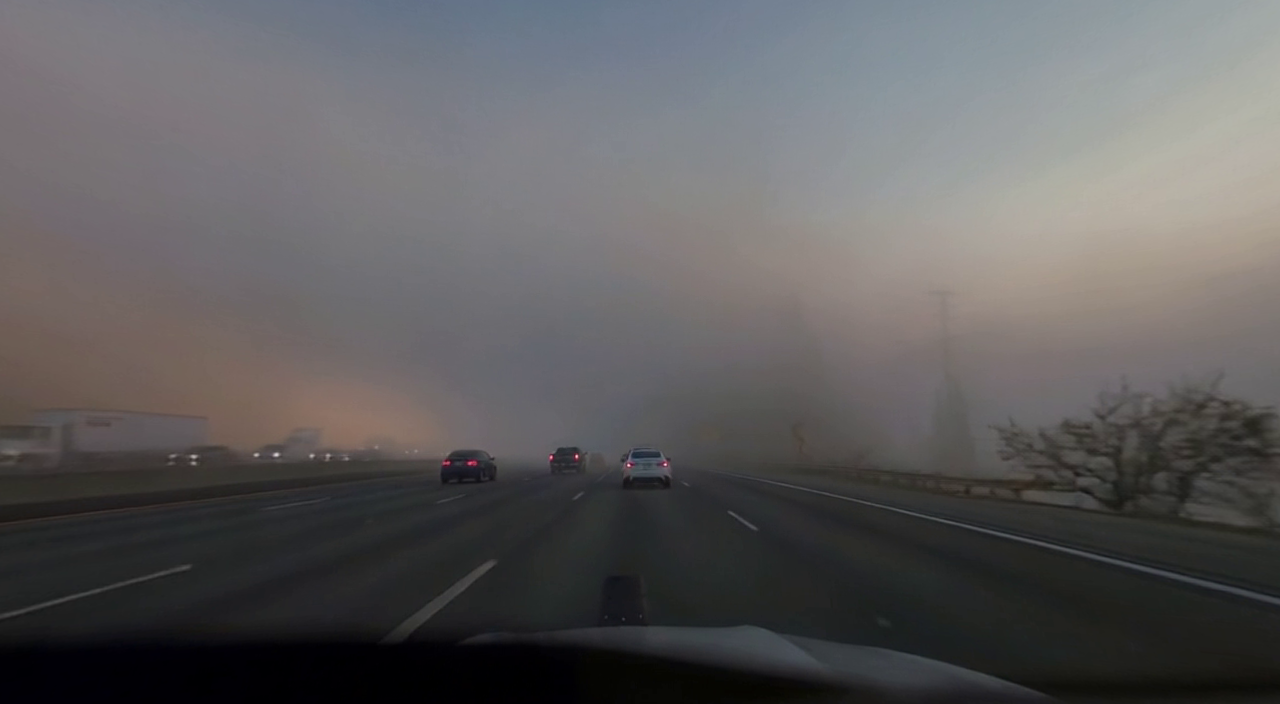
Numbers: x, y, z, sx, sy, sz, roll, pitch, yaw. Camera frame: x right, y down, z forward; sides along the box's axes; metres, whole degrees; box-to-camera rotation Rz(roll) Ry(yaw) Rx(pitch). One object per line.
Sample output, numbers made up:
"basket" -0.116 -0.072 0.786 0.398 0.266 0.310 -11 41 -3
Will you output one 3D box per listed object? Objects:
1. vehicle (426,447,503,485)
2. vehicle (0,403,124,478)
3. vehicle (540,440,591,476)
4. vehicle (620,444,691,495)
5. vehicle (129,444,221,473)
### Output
"vehicle" -7.321 4.776 26.823 1.974 1.464 4.733 0 -8 -1
"vehicle" -34.585 5.148 36.578 2.978 3.905 7.816 1 -8 -4
"vehicle" -3.908 5.651 33.799 2.289 1.777 4.534 0 -8 -2
"vehicle" 0.393 3.740 20.563 2.082 1.482 4.126 0 -8 -2
"vehicle" -26.631 6.099 36.311 2.079 1.561 4.381 0 -8 -3
